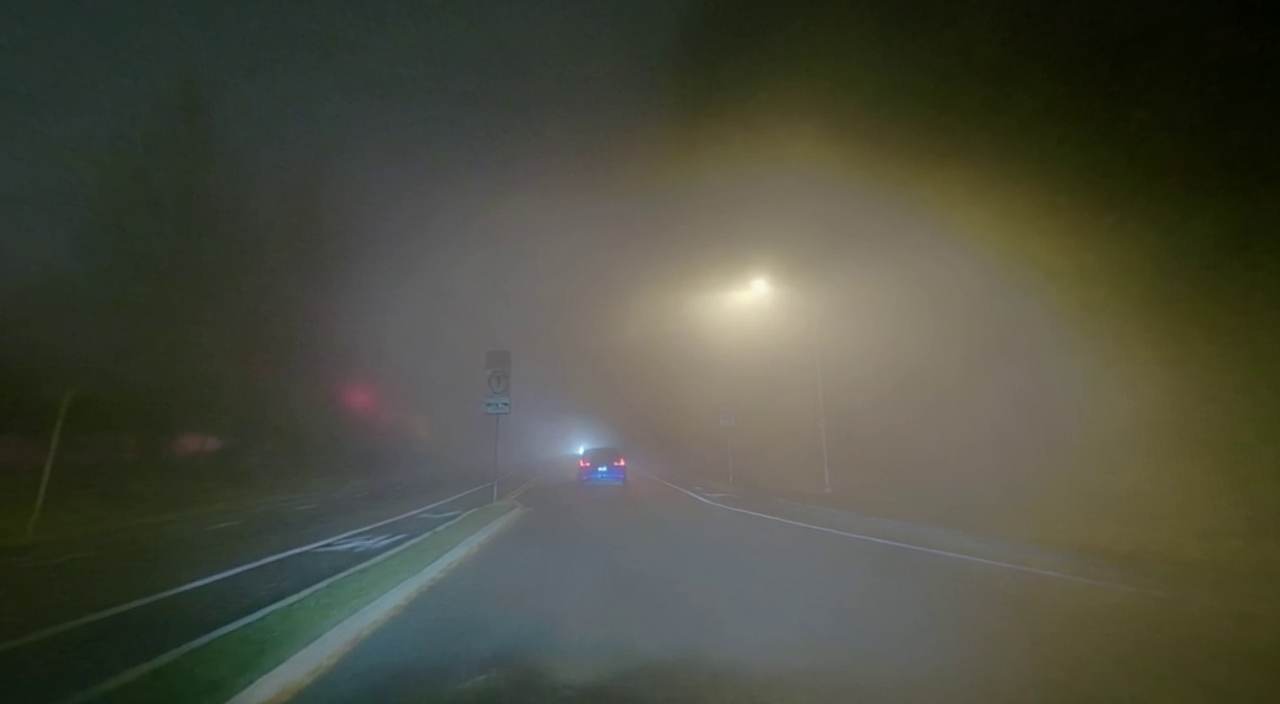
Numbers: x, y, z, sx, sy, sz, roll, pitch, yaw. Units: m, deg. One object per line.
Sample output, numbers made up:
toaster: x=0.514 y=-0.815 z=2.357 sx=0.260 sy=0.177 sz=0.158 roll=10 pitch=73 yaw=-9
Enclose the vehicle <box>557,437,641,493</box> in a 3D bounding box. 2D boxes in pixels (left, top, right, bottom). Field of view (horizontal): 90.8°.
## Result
vehicle: x=-1.284 y=3.443 z=19.655 sx=2.295 sy=1.510 sz=4.364 roll=1 pitch=-8 yaw=-4
